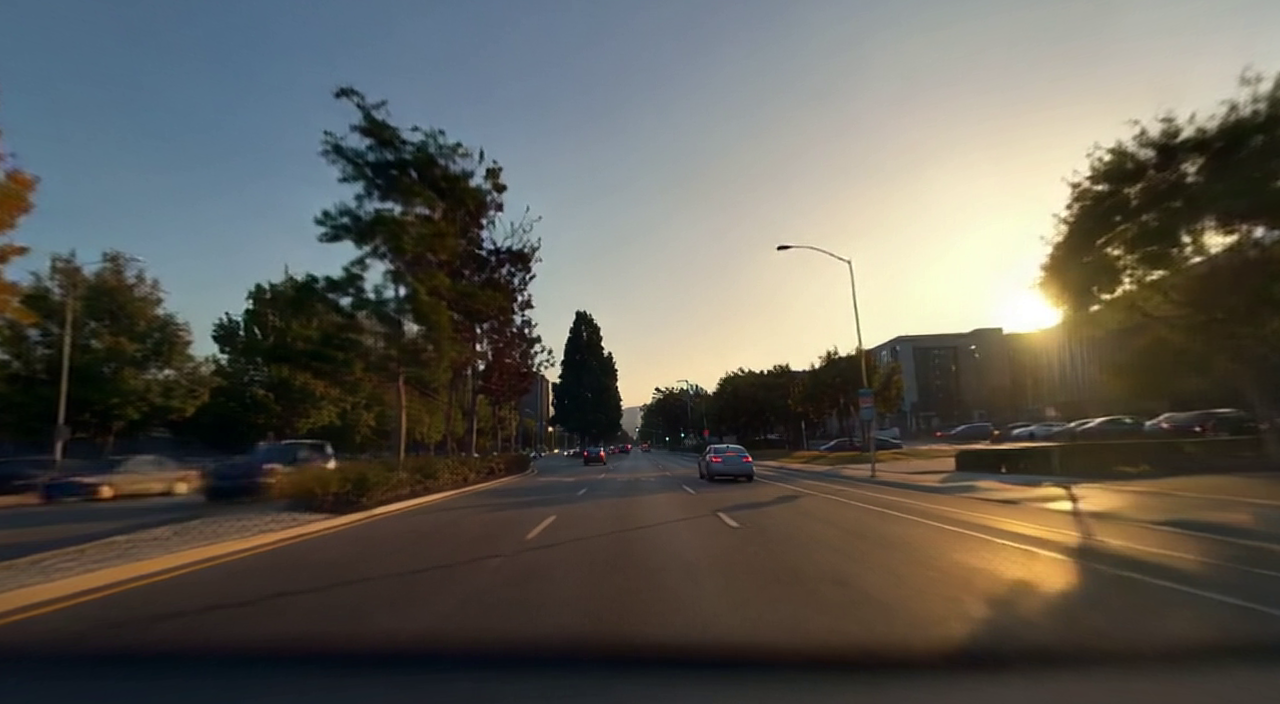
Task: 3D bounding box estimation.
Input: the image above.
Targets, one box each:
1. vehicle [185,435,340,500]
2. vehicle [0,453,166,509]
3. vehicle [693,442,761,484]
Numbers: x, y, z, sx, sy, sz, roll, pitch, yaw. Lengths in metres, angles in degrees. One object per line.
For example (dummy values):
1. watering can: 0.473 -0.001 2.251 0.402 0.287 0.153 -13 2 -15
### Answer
1. vehicle: -11.286 3.460 19.342 2.027 1.716 4.357 0 -9 0
2. vehicle: -17.402 3.932 19.750 1.897 1.507 4.132 0 -9 0
3. vehicle: 3.245 4.255 24.469 1.966 1.449 4.290 0 -9 -1
